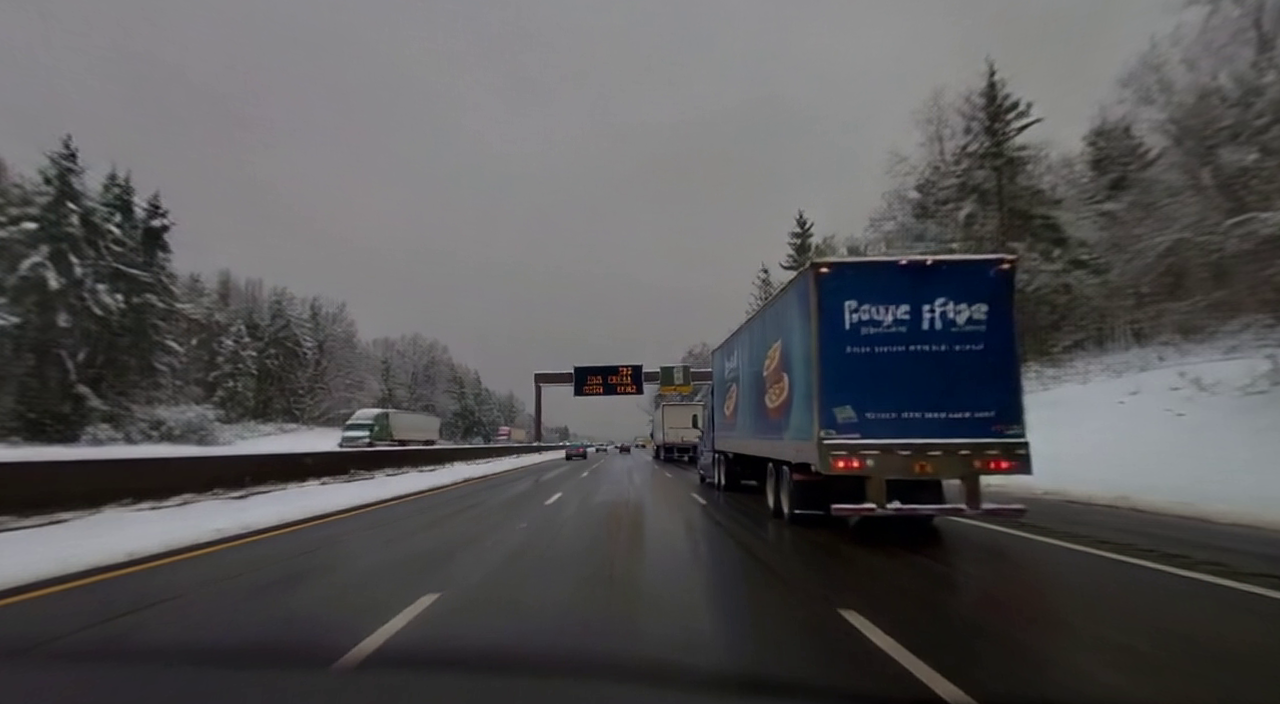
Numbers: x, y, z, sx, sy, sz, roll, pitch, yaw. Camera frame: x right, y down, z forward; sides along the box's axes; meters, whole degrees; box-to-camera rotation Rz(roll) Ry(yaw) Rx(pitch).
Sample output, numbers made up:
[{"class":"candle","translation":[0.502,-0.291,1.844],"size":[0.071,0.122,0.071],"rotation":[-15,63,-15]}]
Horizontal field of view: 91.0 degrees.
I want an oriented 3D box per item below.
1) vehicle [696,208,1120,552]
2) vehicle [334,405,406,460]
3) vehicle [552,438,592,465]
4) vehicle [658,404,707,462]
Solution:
[{"class":"vehicle","translation":[3.630,1.216,14.096],"size":[3.116,3.992,13.748],"rotation":[0,-8,-2]},{"class":"vehicle","translation":[-21.172,6.394,49.736],"size":[3.025,4.066,6.003],"rotation":[0,-8,-1]},{"class":"vehicle","translation":[-4.330,6.414,40.900],"size":[2.206,1.644,4.027],"rotation":[0,-8,-1]},{"class":"vehicle","translation":[3.064,6.401,48.596],"size":[3.085,4.062,8.965],"rotation":[0,-9,0]}]
